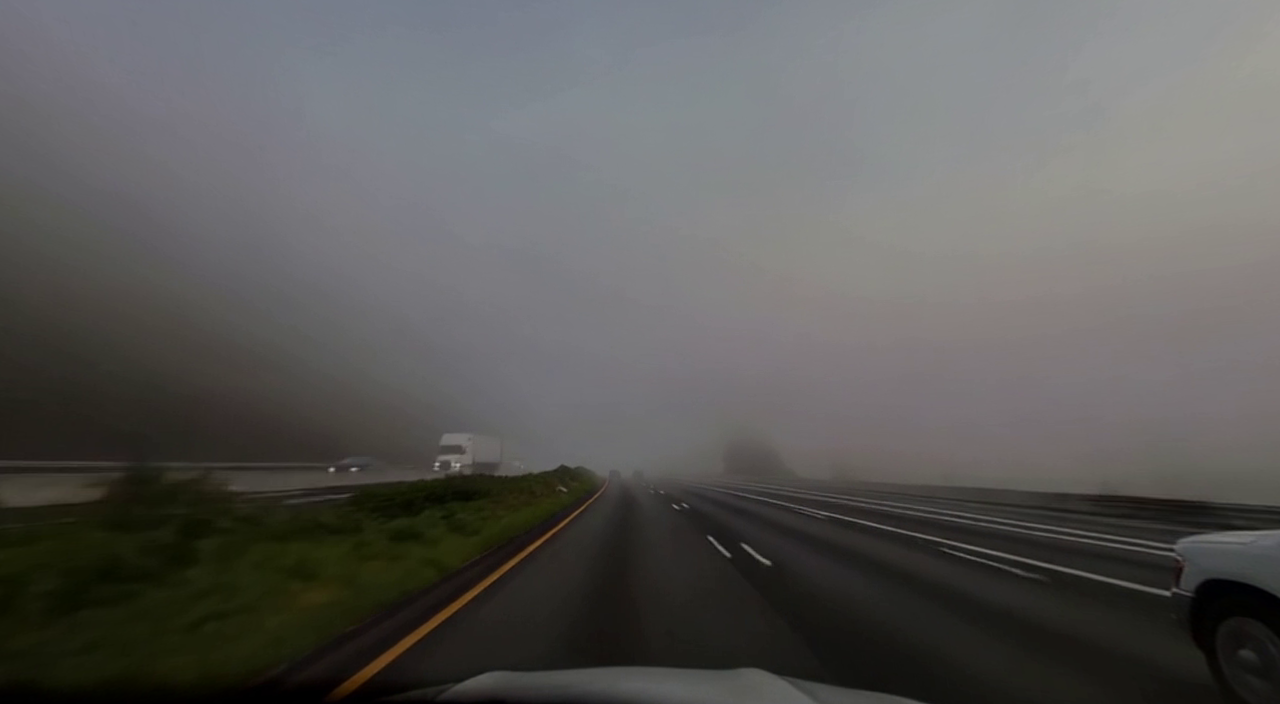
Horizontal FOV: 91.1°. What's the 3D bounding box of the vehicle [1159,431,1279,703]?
[{"bbox_3d":[4.025,0.837,1.265,1.965,1.502,4.599,1,-10,-1],"label":"vehicle"}]
